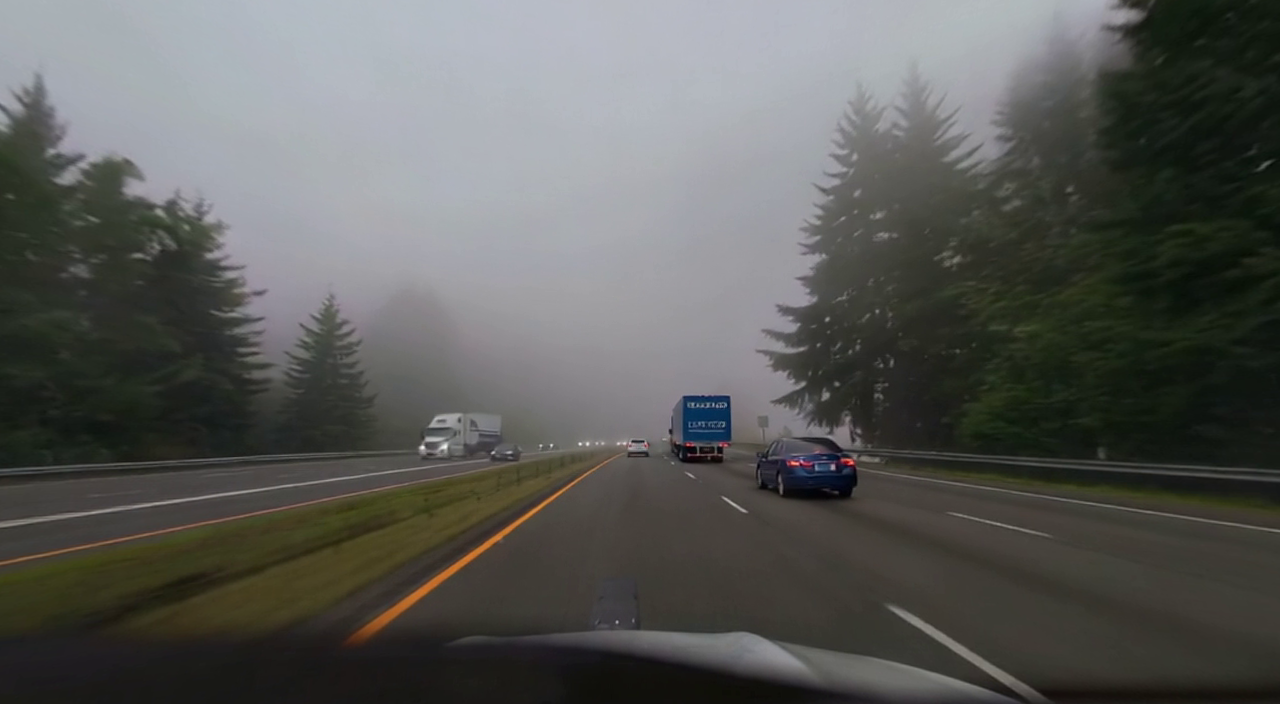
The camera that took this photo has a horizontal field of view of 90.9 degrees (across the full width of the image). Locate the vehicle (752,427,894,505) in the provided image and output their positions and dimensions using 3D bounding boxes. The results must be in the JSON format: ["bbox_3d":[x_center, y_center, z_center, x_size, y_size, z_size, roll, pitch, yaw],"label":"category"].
[{"bbox_3d":[4.159,2.640,15.158,2.028,1.573,4.207,0,-8,-2],"label":"vehicle"}]

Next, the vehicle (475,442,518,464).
[{"bbox_3d":[-10.264,7.258,45.375,2.010,1.426,4.364,0,-8,1],"label":"vehicle"}]

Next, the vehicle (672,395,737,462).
[{"bbox_3d":[4.248,5.543,44.958,3.171,4.072,13.784,0,-8,0],"label":"vehicle"}]

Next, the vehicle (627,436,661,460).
[{"bbox_3d":[0.293,6.503,42.966,2.209,1.499,4.144,0,-8,0],"label":"vehicle"}]
